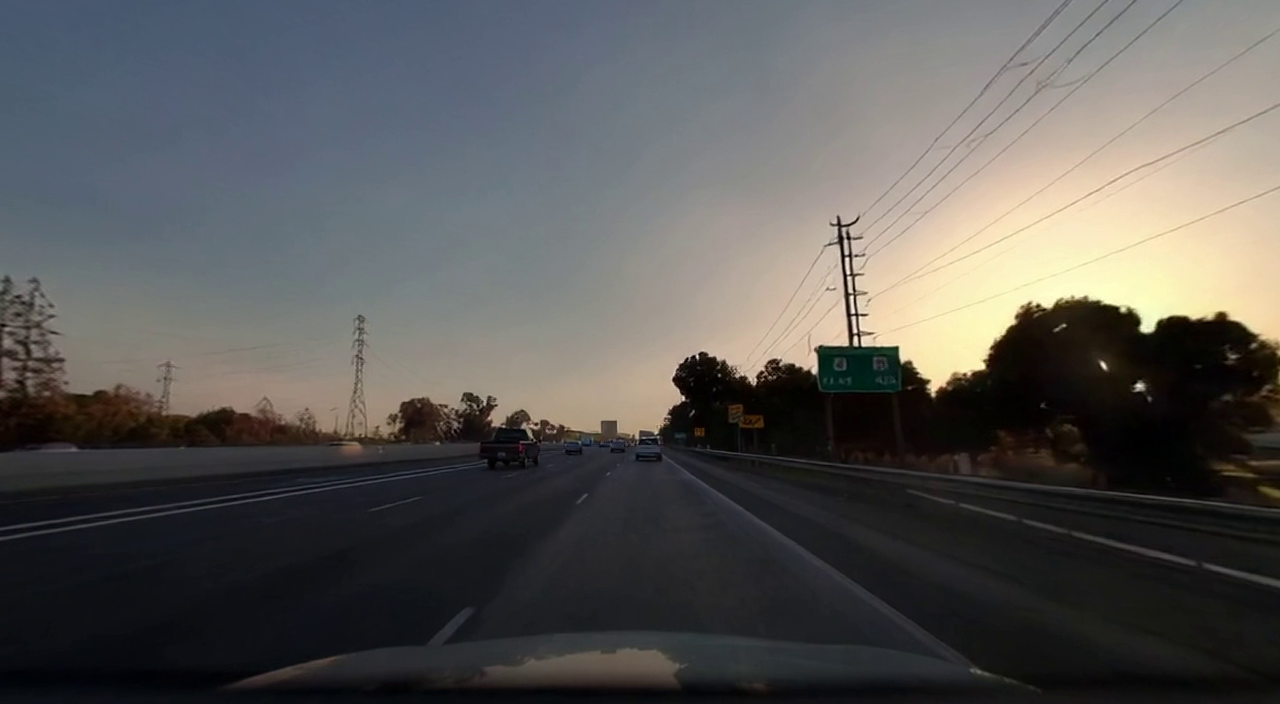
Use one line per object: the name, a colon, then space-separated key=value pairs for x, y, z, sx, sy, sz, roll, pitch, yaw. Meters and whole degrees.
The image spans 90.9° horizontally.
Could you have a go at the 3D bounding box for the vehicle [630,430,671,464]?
vehicle: x=0.654 y=6.134 z=40.897 sx=2.448 sy=2.025 sz=5.193 roll=0 pitch=-8 yaw=0

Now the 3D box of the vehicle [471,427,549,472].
vehicle: x=-6.307 y=4.847 z=31.614 sx=2.460 sy=1.992 sz=6.474 roll=0 pitch=-8 yaw=0
